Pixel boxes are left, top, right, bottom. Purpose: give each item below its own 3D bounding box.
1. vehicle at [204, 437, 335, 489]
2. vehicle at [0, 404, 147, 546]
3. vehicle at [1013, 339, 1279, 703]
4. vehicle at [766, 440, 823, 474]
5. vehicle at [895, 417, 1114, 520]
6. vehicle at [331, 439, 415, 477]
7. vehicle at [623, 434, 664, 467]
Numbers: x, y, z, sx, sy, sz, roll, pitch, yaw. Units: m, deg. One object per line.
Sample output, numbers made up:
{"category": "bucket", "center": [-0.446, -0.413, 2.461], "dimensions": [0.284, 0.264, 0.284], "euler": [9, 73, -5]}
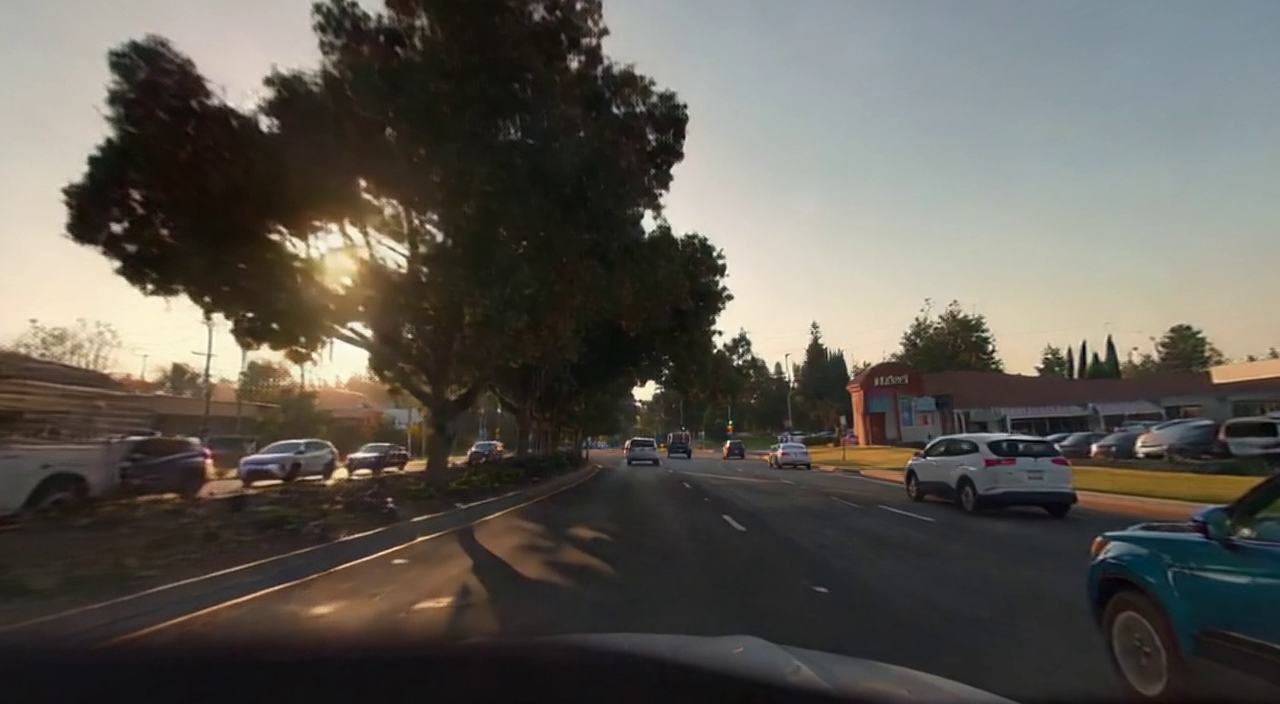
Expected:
{"category": "vehicle", "center": [-14.359, 4.307, 24.912], "dimensions": [2.242, 1.836, 4.811], "euler": [0, -8, -1]}
{"category": "vehicle", "center": [-10.412, 1.582, 7.878], "dimensions": [2.909, 1.956, 6.908], "euler": [0, -8, 1]}
{"category": "vehicle", "center": [3.499, 0.732, 1.885], "dimensions": [2.076, 1.716, 4.416], "euler": [0, -9, 1]}
{"category": "vehicle", "center": [7.423, 5.070, 30.787], "dimensions": [1.879, 1.517, 4.006], "euler": [0, -9, 2]}
{"category": "vehicle", "center": [7.251, 2.356, 13.252], "dimensions": [1.977, 1.786, 4.344], "euler": [0, -9, 0]}
{"category": "vehicle", "center": [-14.012, 5.564, 33.550], "dimensions": [2.159, 1.836, 5.038], "euler": [0, -9, 1]}
{"category": "vehicle", "center": [0.179, 6.139, 39.396], "dimensions": [2.402, 1.938, 4.535], "euler": [0, -8, 0]}
